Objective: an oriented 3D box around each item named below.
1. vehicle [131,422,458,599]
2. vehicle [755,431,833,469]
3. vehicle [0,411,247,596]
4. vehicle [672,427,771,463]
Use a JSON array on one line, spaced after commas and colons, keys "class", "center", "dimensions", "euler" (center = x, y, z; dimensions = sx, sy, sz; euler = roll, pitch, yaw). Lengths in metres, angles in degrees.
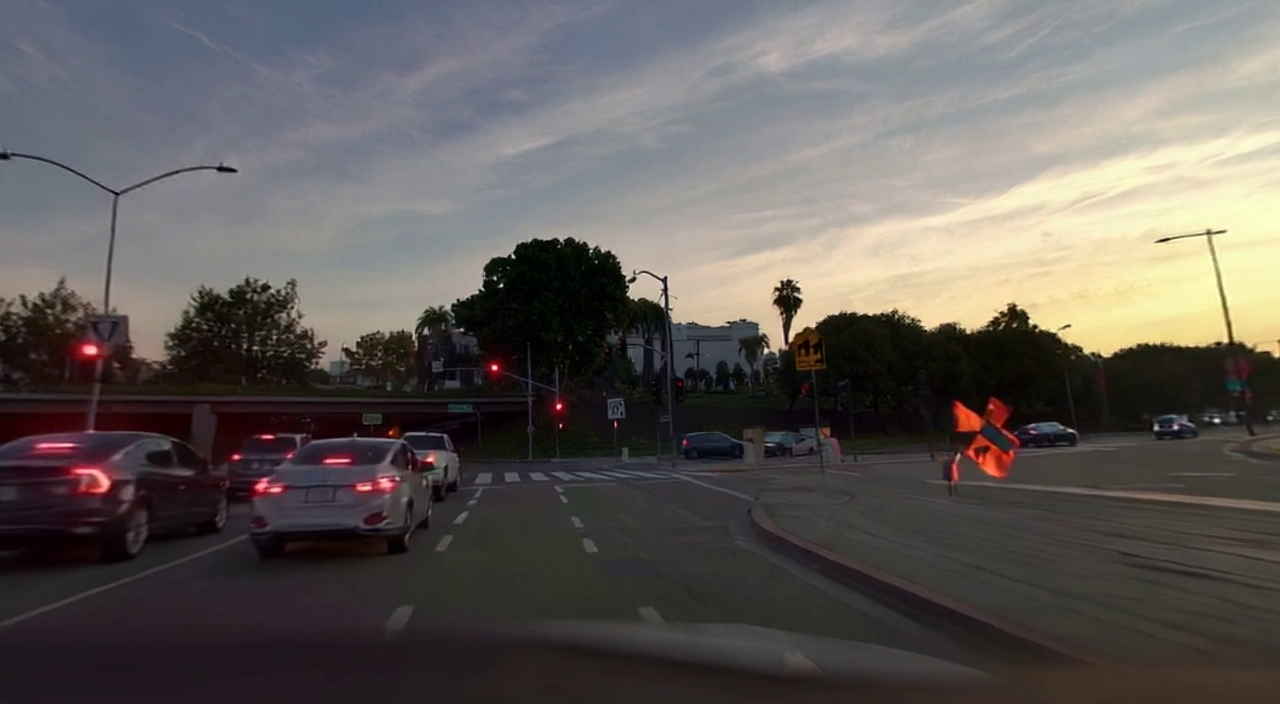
[{"class": "vehicle", "center": [-3.656, 1.716, 7.859], "dimensions": [2.176, 1.489, 4.518], "euler": [1, -9, -10]}, {"class": "vehicle", "center": [7.308, 4.599, 29.711], "dimensions": [1.908, 1.622, 4.166], "euler": [-7, -11, 38]}, {"class": "vehicle", "center": [-7.087, 1.676, 7.836], "dimensions": [2.057, 1.610, 4.891], "euler": [2, -9, -11]}, {"class": "vehicle", "center": [4.635, 5.334, 36.194], "dimensions": [5.144, 1.954, 2.122], "euler": [3, -9, -19]}]
